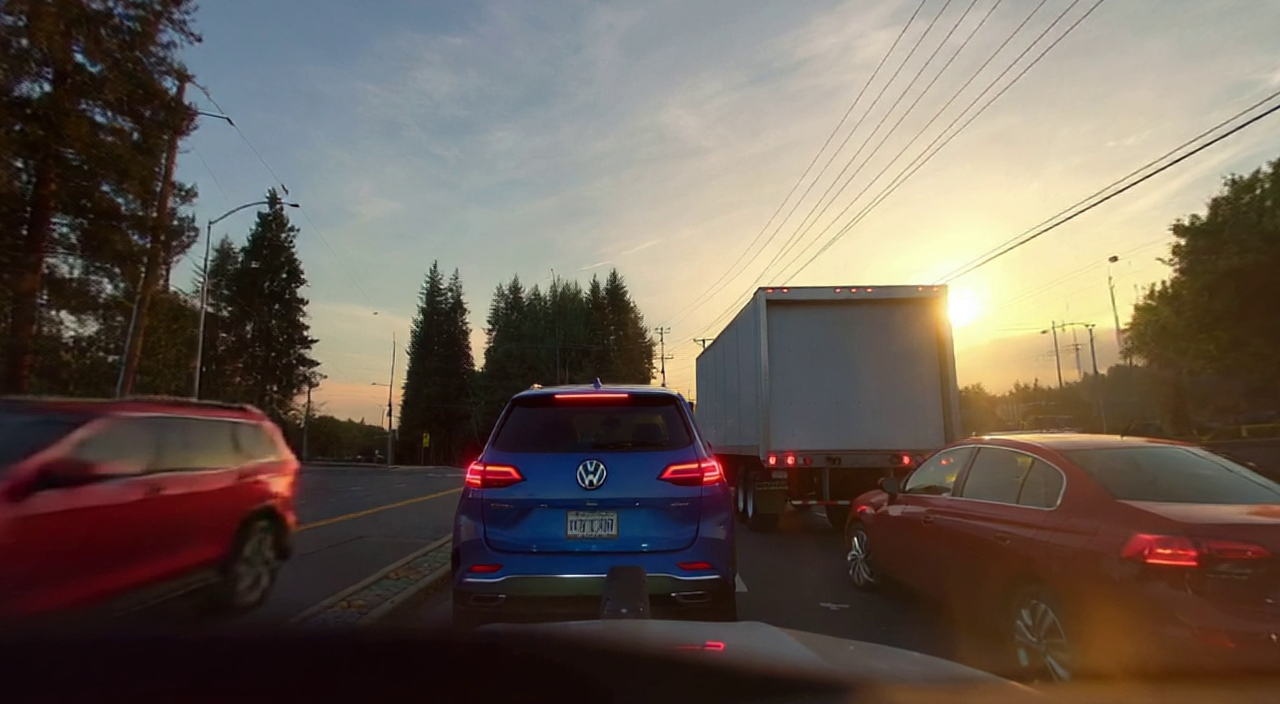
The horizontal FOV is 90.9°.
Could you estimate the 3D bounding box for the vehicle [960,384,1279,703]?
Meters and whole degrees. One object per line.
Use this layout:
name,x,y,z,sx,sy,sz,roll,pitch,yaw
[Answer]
vehicle,2.829,0.746,1.194,1.971,1.484,4.728,0,-8,0

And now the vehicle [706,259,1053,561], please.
vehicle,3.229,1.268,11.843,2.915,3.559,8.848,0,-8,-1

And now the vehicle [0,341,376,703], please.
vehicle,-4.084,1.102,4.487,2.119,1.835,5.261,0,-8,0

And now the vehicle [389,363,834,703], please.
vehicle,-0.138,1.225,5.194,2.114,1.732,4.230,0,-8,0
